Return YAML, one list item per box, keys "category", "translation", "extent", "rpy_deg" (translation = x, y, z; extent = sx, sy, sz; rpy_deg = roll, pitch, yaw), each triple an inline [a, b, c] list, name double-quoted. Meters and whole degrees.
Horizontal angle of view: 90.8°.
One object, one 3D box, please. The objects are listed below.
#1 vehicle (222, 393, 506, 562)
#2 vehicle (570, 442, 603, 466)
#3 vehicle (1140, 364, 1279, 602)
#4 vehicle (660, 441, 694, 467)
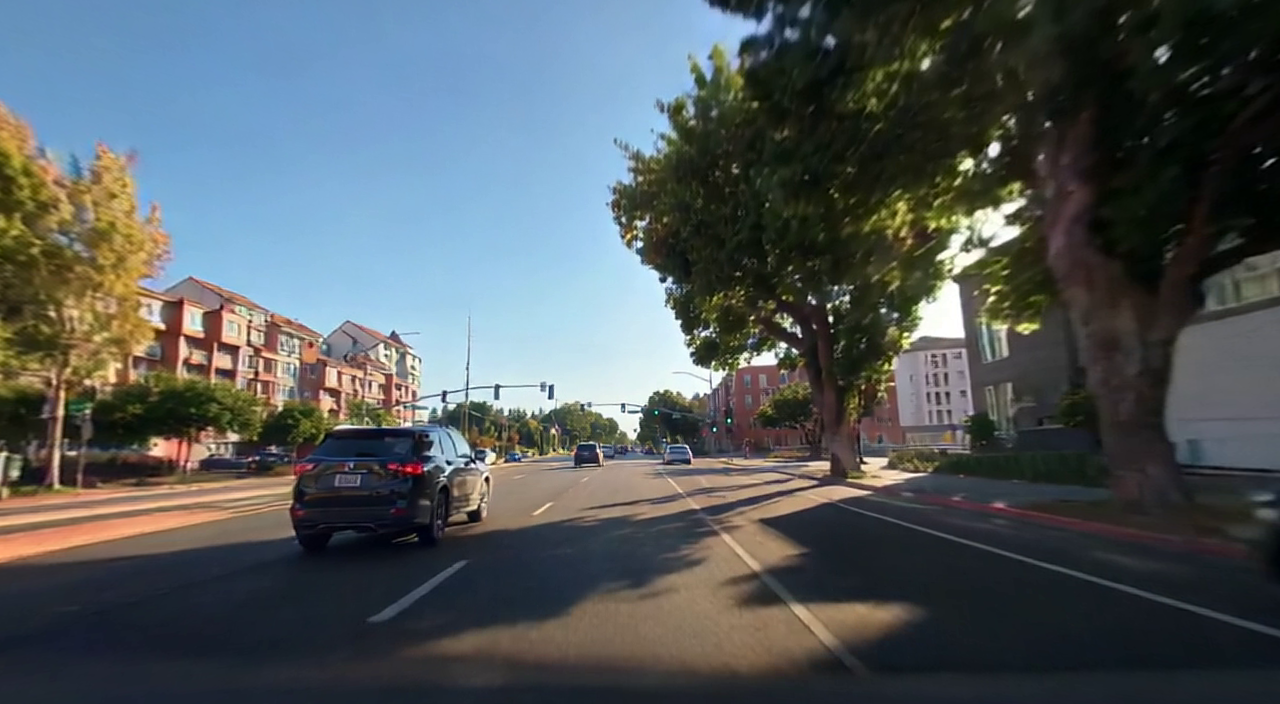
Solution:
- category: "vehicle"
  translation: [-3.825, 1.877, 10.153]
  extent: [2.225, 1.984, 5.168]
  rpy_deg: [0, -9, 0]
- category: "vehicle"
  translation: [-4.072, 7.795, 48.434]
  extent: [2.083, 1.685, 4.069]
  rpy_deg: [-1, -9, 1]
- category: "vehicle"
  translation: [6.991, 0.960, 4.117]
  extent: [2.521, 2.108, 6.111]
  rpy_deg: [1, -9, 1]
- category: "vehicle"
  translation: [2.577, 7.239, 45.078]
  extent: [2.018, 1.719, 4.369]
  rpy_deg: [0, -9, -2]
